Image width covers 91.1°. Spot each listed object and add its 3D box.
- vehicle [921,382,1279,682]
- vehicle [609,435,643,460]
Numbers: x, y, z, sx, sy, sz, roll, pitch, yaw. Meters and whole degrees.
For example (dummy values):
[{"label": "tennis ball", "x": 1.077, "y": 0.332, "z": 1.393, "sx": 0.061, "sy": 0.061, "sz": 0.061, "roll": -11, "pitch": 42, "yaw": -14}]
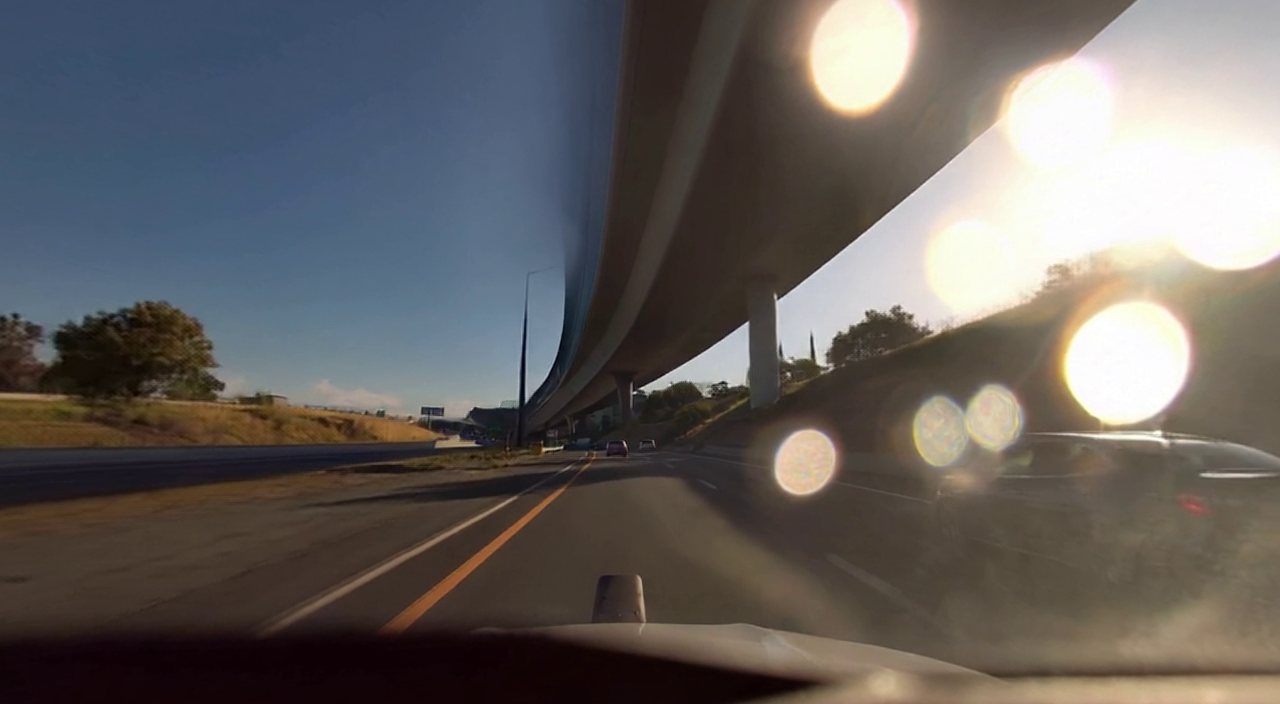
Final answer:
[{"label": "vehicle", "x": 4.091, "y": 1.166, "z": 5.098, "sx": 1.852, "sy": 1.513, "sz": 3.652, "roll": 0, "pitch": -8, "yaw": -1}, {"label": "vehicle", "x": -0.921, "y": 5.947, "z": 39.343, "sx": 1.998, "sy": 1.512, "sz": 3.735, "roll": 0, "pitch": -8, "yaw": -3}]
